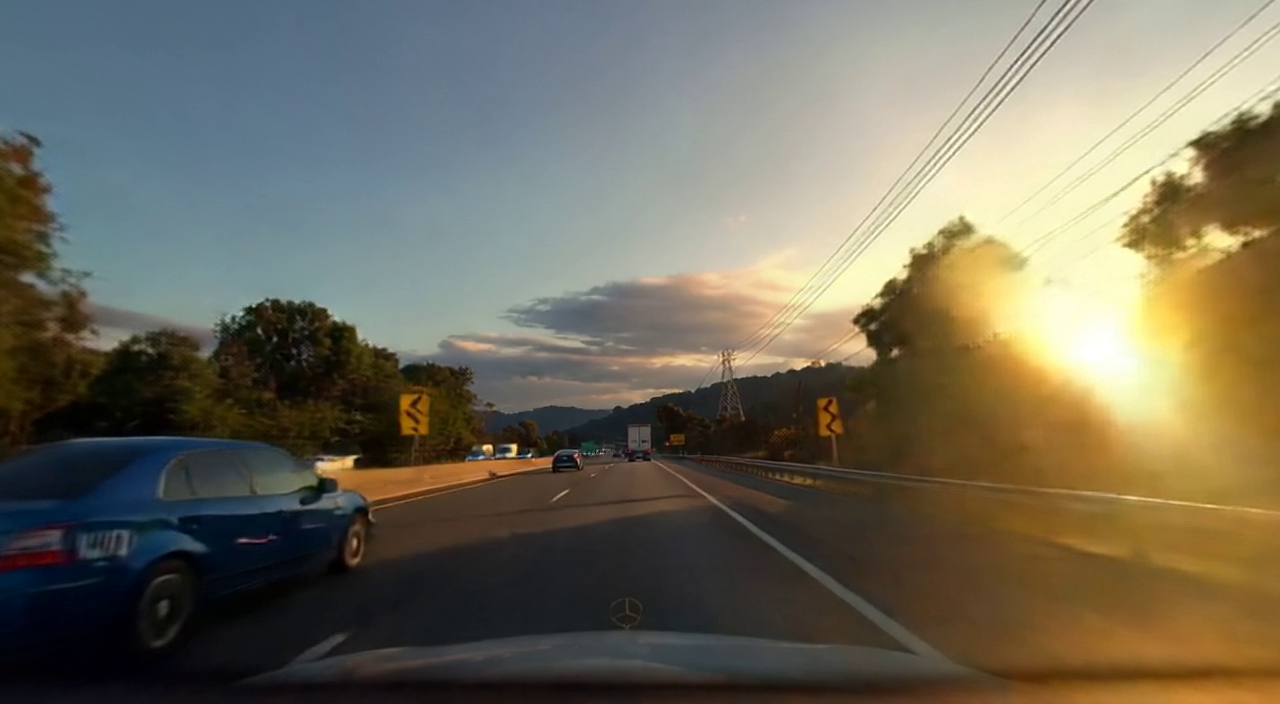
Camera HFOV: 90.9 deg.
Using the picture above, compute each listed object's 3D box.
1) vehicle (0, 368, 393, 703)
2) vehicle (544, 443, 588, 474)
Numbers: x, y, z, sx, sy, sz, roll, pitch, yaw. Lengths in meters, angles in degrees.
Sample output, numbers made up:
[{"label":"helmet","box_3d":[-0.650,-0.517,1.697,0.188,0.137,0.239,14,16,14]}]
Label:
[{"label":"vehicle","box_3d":[-3.962,1.230,4.876,2.049,1.697,4.998,0,-9,0]},{"label":"vehicle","box_3d":[-4.400,6.406,38.092,2.111,1.735,4.066,0,-9,0]}]
